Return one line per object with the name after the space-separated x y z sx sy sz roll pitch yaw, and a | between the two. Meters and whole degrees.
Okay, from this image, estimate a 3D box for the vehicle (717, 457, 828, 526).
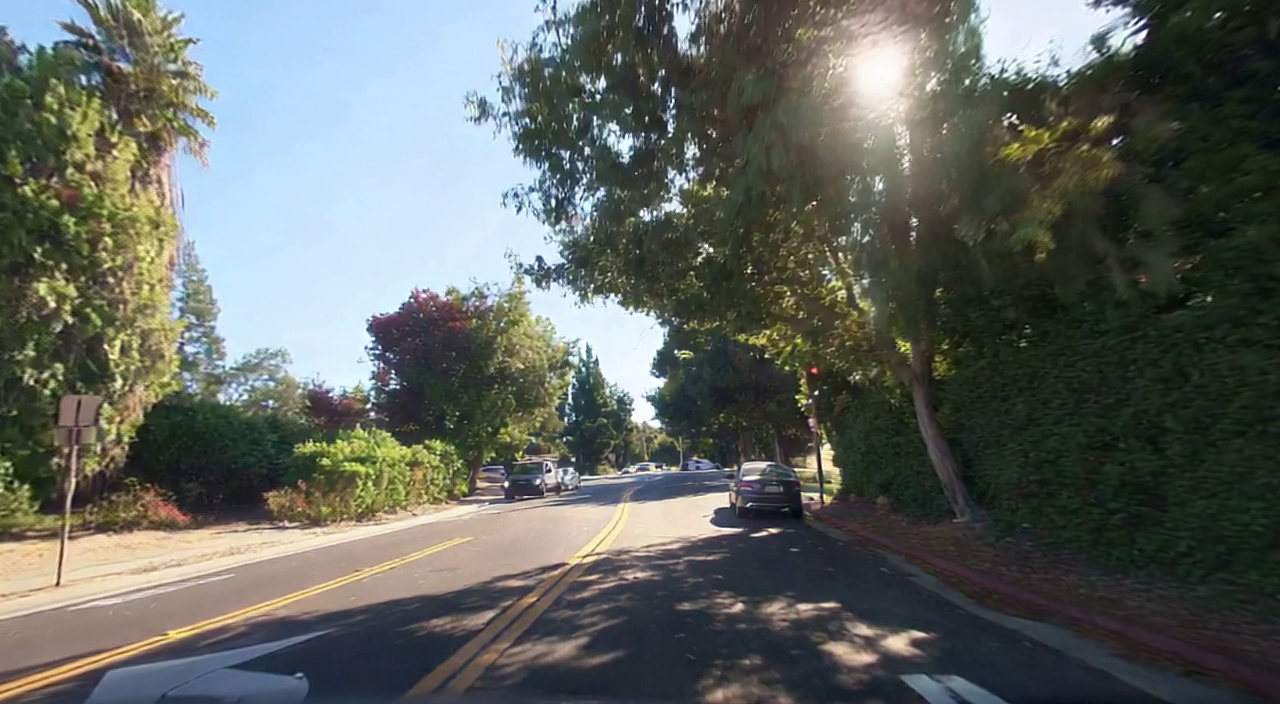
3.246 3.517 16.431 2.033 1.424 4.560 -1 -9 2 | vehicle

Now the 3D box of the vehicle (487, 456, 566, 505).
-5.630 6.520 32.178 2.583 2.167 5.667 -3 -11 4 | vehicle
